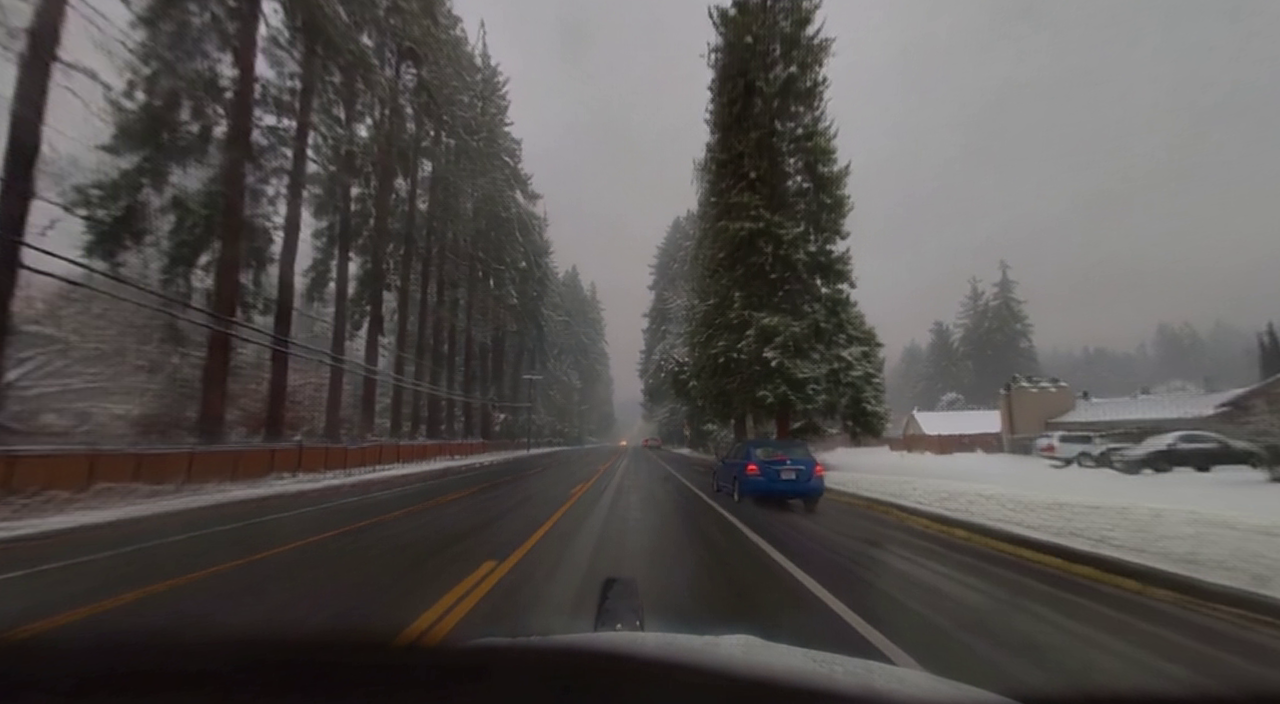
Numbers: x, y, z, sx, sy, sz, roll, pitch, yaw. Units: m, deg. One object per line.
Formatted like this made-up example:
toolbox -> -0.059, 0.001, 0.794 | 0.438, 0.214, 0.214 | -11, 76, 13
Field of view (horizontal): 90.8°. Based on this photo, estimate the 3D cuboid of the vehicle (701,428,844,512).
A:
vehicle -> 2.560, 2.385, 13.315 | 1.991, 1.476, 4.153 | 0, -8, -2
